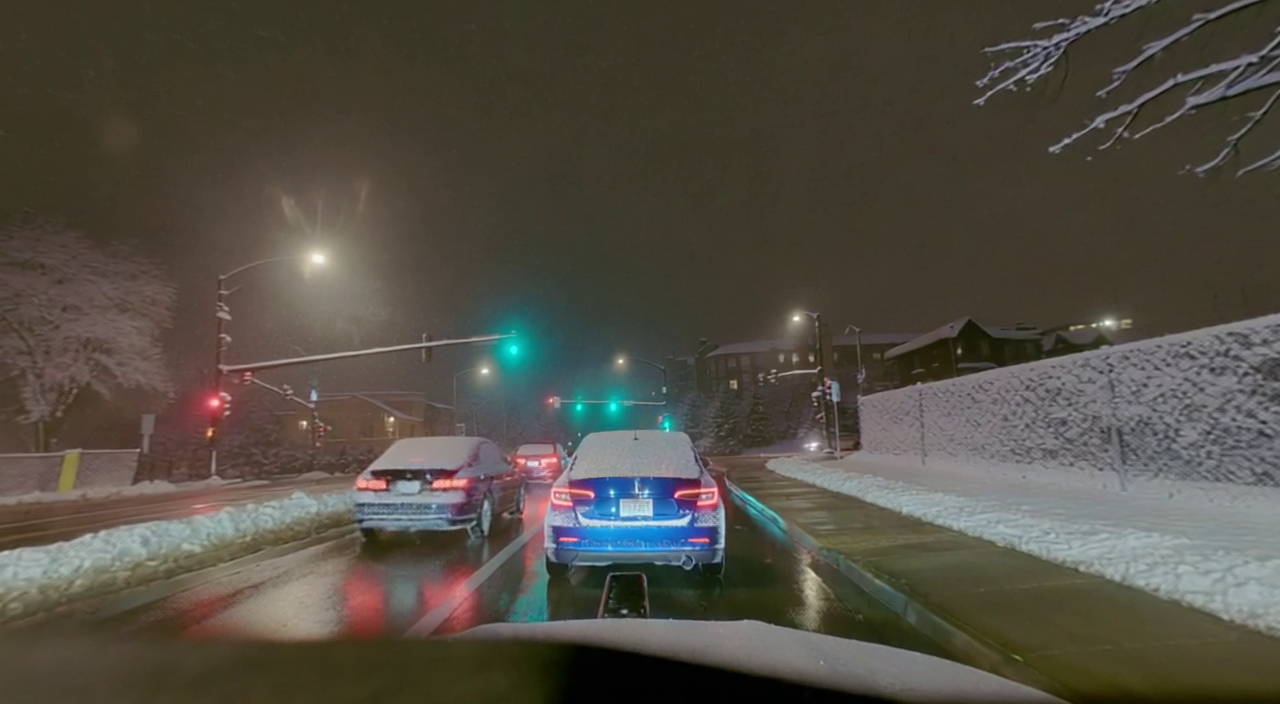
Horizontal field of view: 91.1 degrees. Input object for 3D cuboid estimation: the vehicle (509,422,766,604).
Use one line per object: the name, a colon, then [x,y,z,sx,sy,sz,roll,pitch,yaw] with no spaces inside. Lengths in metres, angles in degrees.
vehicle: [-0.031,1.658,7.362,2.144,1.514,4.063,0,-9,0]

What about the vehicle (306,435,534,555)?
vehicle: [-3.155,2.144,10.219,1.971,1.488,4.581,0,-9,1]
